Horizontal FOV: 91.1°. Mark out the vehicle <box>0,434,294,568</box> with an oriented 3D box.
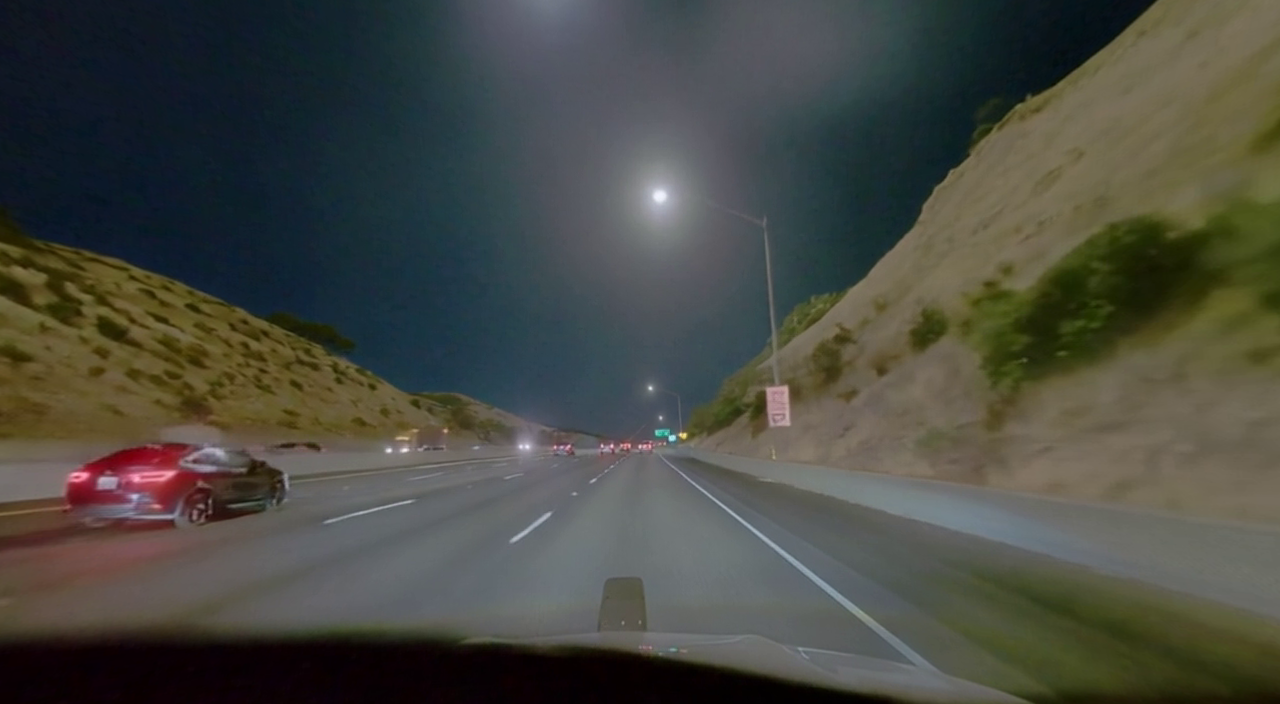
[{"bbox_3d":[-7.451,1.998,9.316,1.949,1.465,4.563,0,-8,1],"label":"vehicle"}]
